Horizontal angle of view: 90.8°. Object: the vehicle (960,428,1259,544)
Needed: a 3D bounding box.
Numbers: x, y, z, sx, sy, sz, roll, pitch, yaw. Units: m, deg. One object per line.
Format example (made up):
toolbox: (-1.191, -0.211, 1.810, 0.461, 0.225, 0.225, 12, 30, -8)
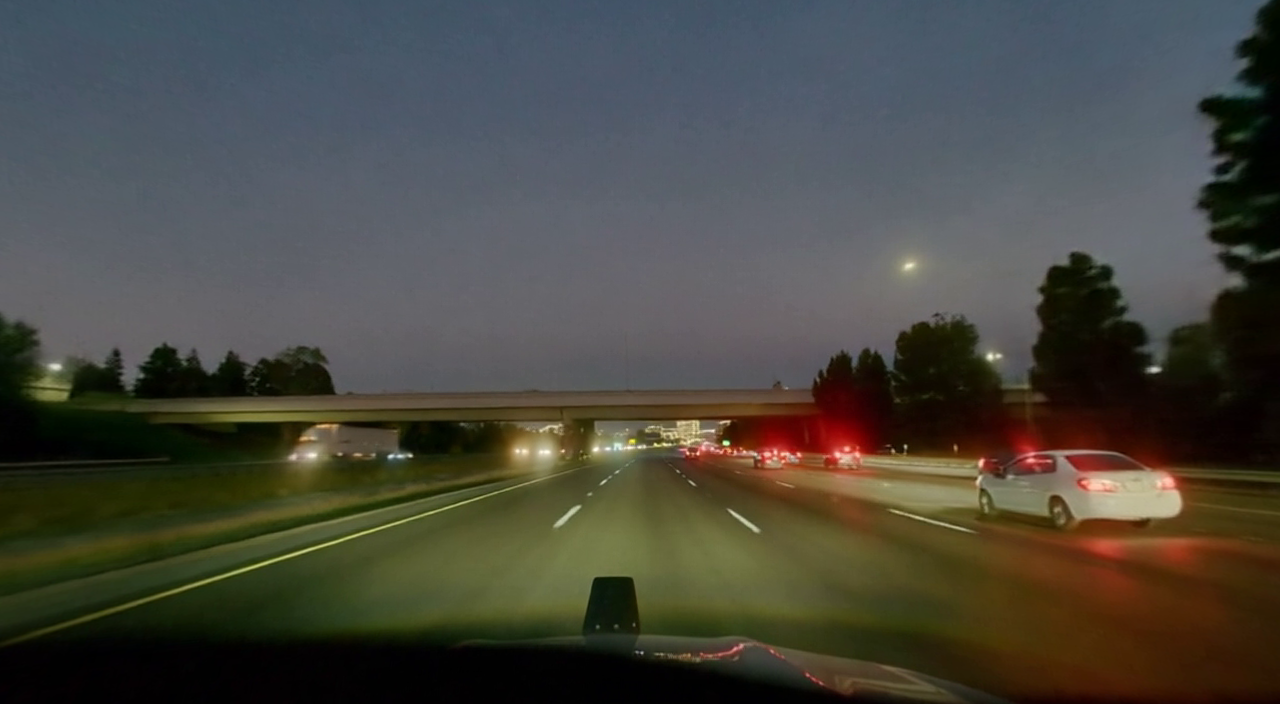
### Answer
vehicle: (7.733, 2.222, 11.114, 1.862, 1.613, 4.316, 0, -9, -1)
